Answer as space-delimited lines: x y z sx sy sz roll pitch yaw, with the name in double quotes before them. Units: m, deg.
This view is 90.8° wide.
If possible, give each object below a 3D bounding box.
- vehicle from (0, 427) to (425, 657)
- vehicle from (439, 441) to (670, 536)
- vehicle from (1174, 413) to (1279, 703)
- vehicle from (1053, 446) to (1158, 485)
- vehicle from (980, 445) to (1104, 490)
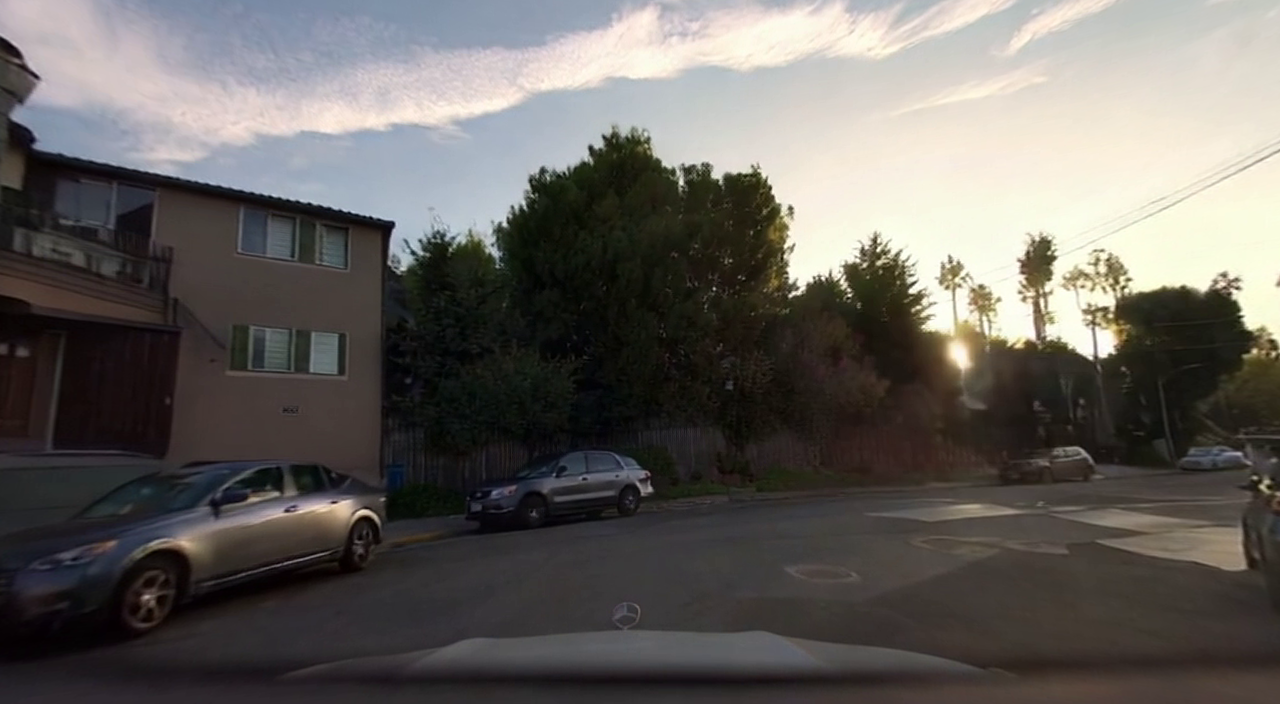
"vehicle" -4.412 1.743 6.647 1.943 1.475 4.701 -5 -11 11
"vehicle" -1.563 2.595 12.725 2.082 1.547 4.217 -8 -12 43
"vehicle" 4.685 1.139 3.544 2.054 1.509 4.671 -6 -10 35
"vehicle" 19.331 4.635 26.178 4.402 1.471 1.803 5 -10 -30
"vehicle" 15.067 4.252 23.640 4.731 1.478 1.930 5 -10 -31
